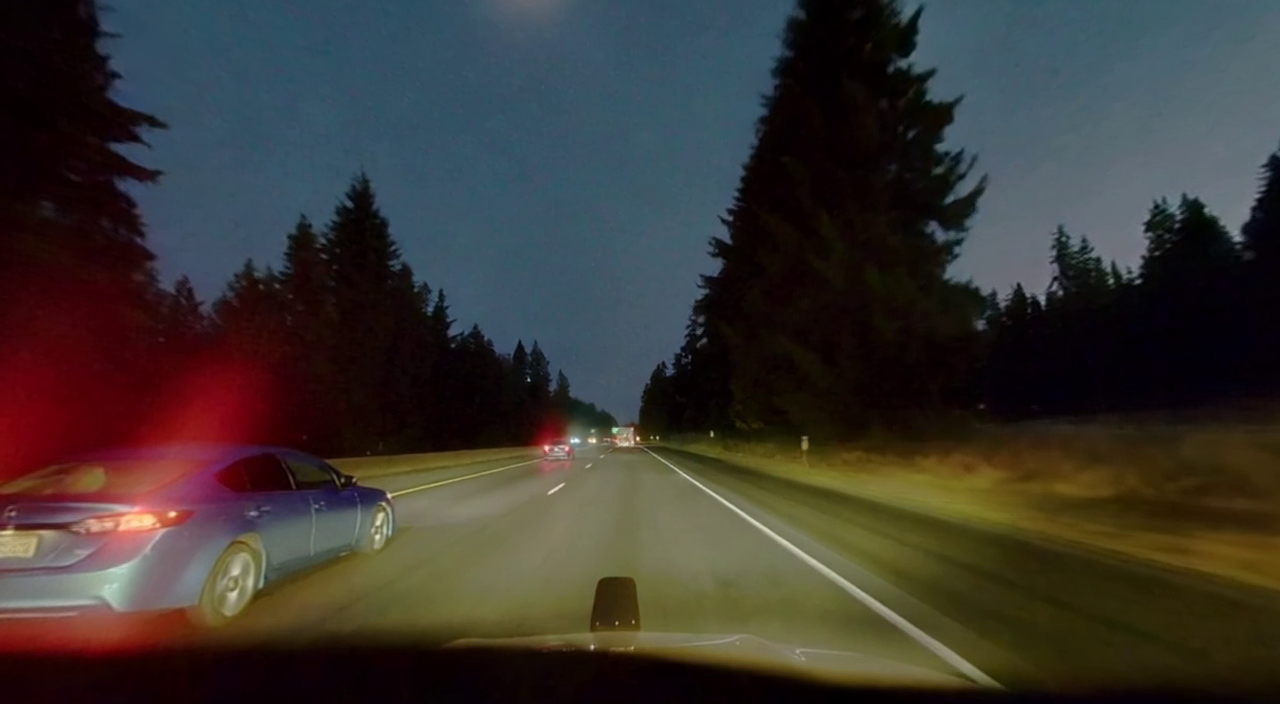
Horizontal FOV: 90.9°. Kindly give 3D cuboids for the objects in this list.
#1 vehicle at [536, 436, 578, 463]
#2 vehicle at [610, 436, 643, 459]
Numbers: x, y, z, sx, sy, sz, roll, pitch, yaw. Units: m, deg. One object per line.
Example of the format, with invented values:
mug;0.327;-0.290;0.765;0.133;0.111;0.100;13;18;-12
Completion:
vehicle;-4.598;5.478;35.568;1.907;1.445;4.049;0;-8;-1
vehicle;-0.889;6.479;43.057;2.162;1.460;4.242;0;-8;-1
